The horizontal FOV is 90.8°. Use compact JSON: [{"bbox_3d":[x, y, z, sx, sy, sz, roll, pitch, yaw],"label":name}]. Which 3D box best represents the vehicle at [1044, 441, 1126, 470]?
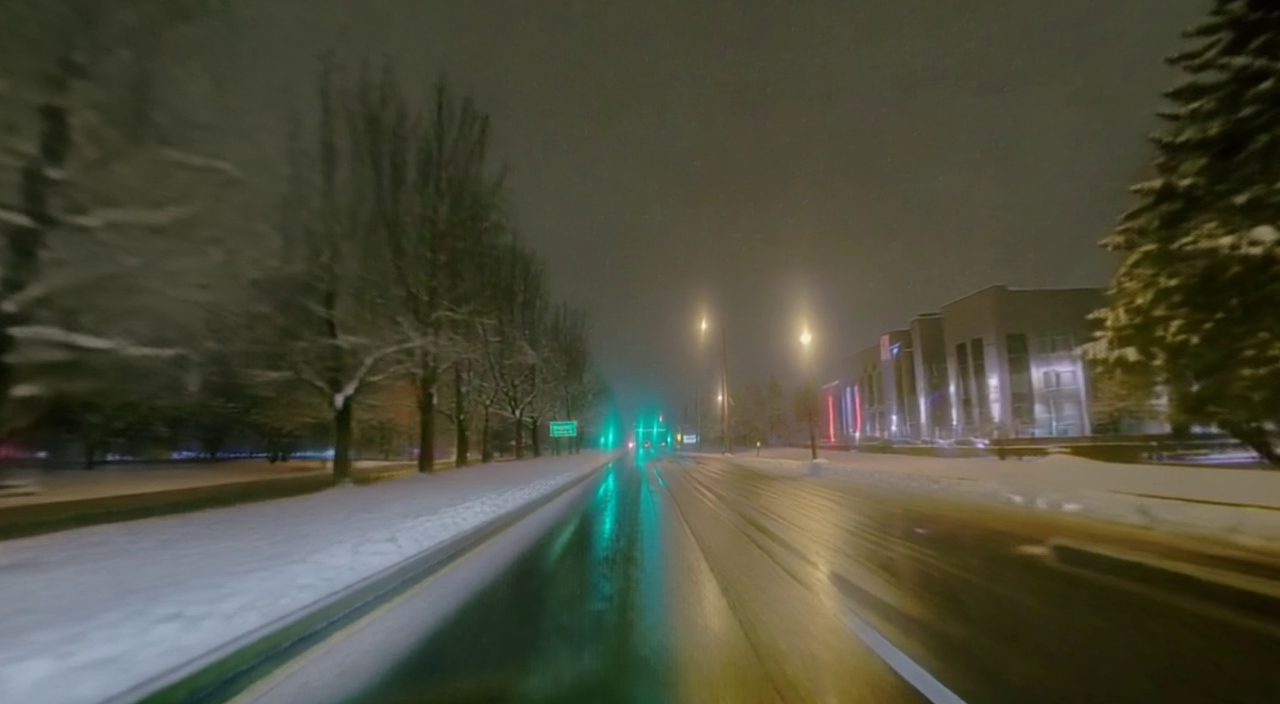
[{"bbox_3d":[24.630,5.763,35.126,1.579,1.419,3.726,-2,-10,-4],"label":"vehicle"}]
